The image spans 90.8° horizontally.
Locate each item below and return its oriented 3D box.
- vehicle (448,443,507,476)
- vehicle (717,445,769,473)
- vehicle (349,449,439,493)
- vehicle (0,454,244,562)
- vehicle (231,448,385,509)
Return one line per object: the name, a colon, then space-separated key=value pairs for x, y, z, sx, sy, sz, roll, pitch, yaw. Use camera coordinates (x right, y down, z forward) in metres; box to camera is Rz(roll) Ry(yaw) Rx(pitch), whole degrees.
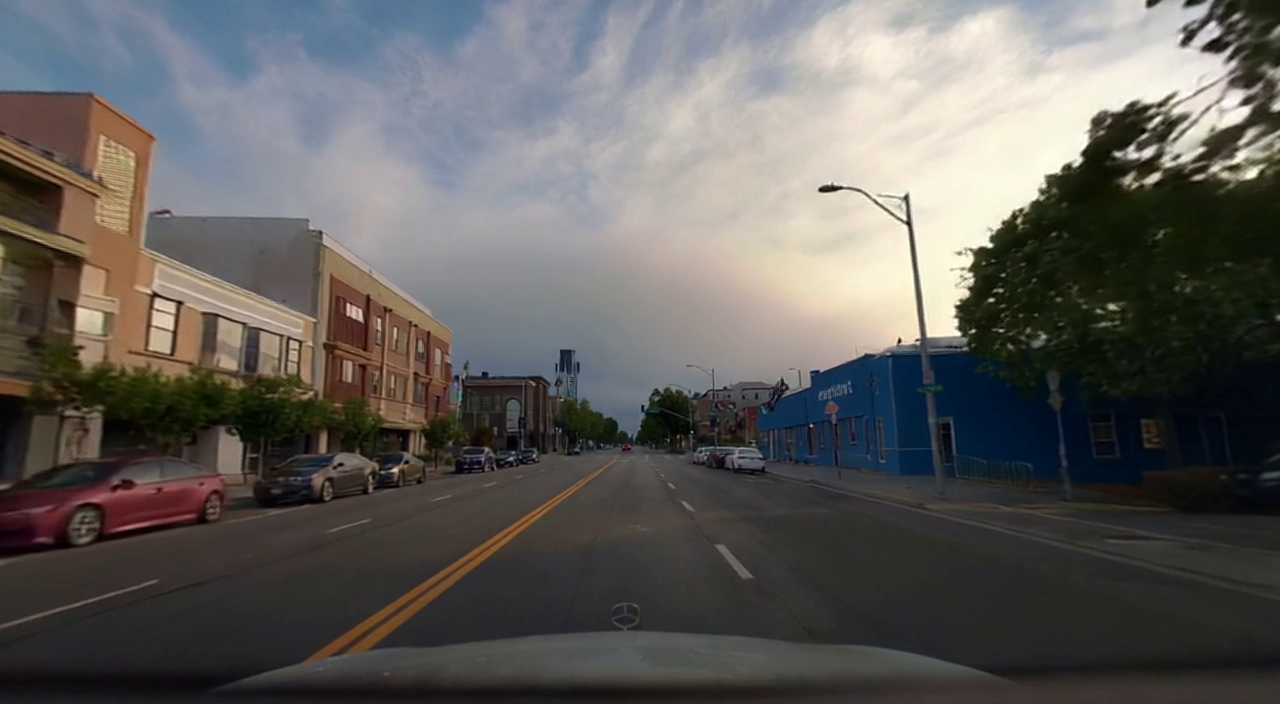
vehicle: x=-10.071 y=6.688 z=39.692 sx=2.228 sy=1.863 sz=5.407 roll=0 pitch=-8 yaw=1
vehicle: x=5.946 y=6.221 z=36.939 sx=2.038 sy=1.482 sz=4.994 roll=0 pitch=-8 yaw=-2
vehicle: x=-9.723 y=4.703 z=25.398 sx=2.021 sy=1.482 sz=4.601 roll=0 pitch=-8 yaw=-3
vehicle: x=-10.051 y=2.698 z=11.808 sx=2.010 sy=1.476 sz=4.871 roll=-1 pitch=-8 yaw=2
vehicle: x=-10.157 y=3.871 z=19.959 sx=1.995 sy=1.564 sz=5.321 roll=0 pitch=-8 yaw=0
